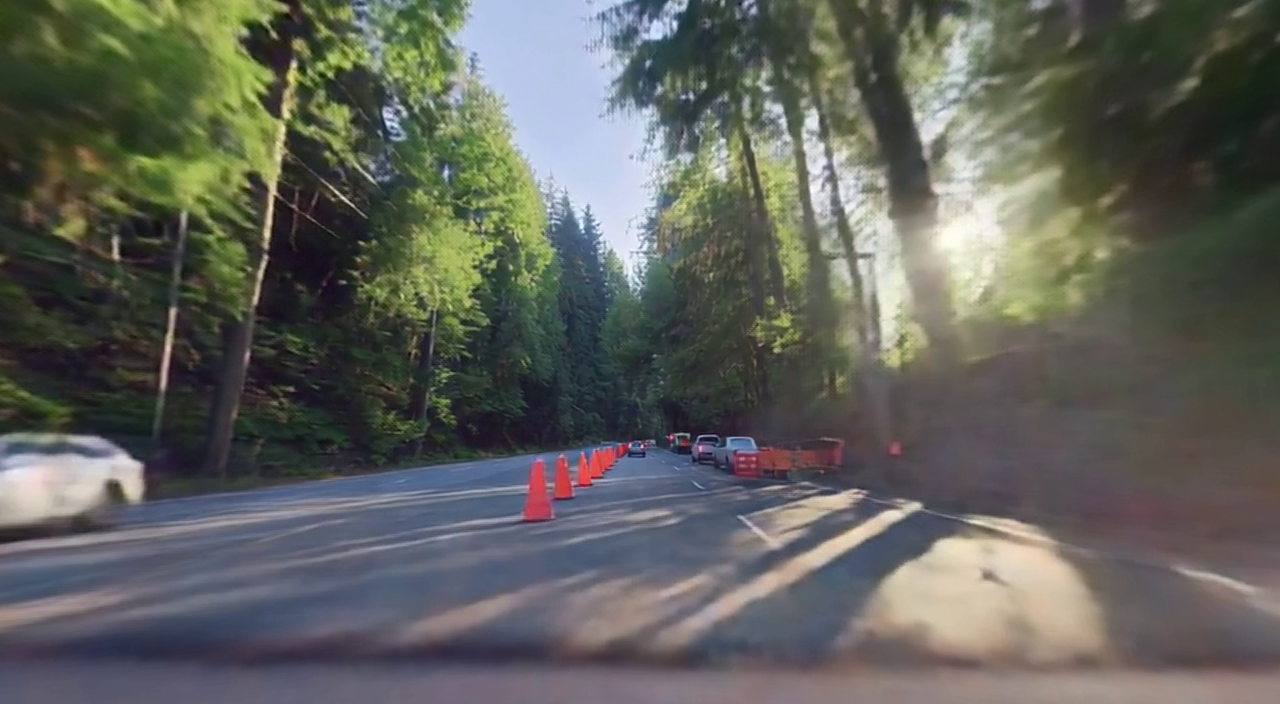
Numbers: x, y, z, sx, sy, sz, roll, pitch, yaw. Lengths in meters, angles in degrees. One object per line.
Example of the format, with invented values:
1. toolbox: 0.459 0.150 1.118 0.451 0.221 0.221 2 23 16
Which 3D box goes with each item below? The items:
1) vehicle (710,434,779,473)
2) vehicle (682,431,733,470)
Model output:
1. vehicle: 5.685 5.674 35.522 2.294 1.949 6.246 1 -8 -5
2. vehicle: 4.542 6.856 43.534 2.694 2.177 6.177 0 -13 -1
